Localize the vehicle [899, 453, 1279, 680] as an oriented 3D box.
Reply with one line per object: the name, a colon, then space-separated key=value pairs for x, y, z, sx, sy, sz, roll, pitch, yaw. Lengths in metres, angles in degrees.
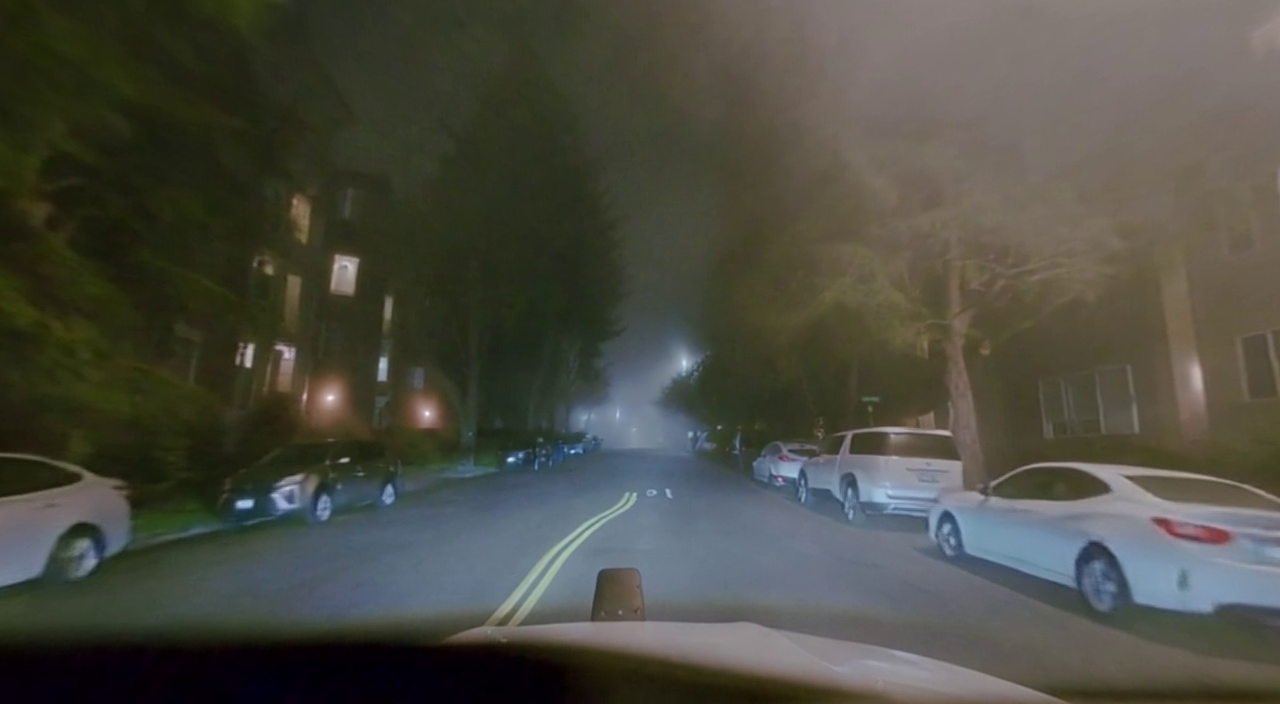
vehicle: x=4.562 y=1.752 z=6.389 sx=1.823 sy=1.393 sz=4.584 roll=0 pitch=-9 yaw=-1

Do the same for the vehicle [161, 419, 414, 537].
vehicle: x=-6.700 y=2.508 z=12.916 sx=2.235 sy=1.802 sz=5.138 roll=-3 pitch=-10 yaw=0

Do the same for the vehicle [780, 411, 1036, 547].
vehicle: x=4.592 y=2.326 z=12.290 sx=2.365 sy=1.970 sz=6.011 roll=0 pitch=-9 yaw=0

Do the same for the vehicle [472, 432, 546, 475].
vehicle: x=-6.333 y=5.060 z=31.144 sx=2.384 sy=1.781 sz=5.492 roll=-3 pitch=-10 yaw=1

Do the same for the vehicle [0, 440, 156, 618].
vehicle: x=-6.579 y=1.473 z=4.862 sx=2.067 sy=1.510 sz=4.501 roll=-2 pitch=-9 yaw=0
